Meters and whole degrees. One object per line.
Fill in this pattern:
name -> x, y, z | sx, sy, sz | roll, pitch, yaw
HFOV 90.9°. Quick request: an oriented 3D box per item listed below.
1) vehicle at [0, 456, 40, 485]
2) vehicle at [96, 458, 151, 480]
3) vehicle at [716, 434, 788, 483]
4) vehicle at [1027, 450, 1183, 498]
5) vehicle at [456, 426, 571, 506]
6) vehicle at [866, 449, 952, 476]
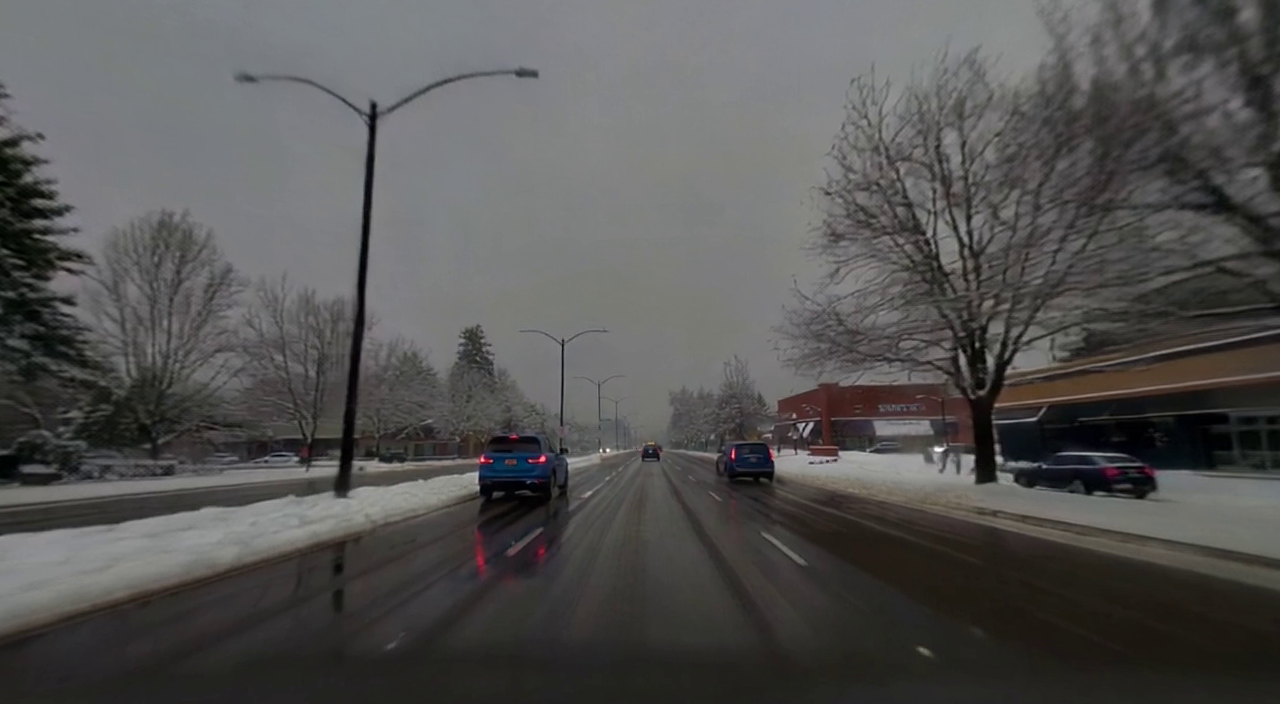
vehicle -> -38.480, 7.132, 38.032 | 4.355, 1.541, 1.919 | -5, -9, 28
vehicle -> -38.785, 8.730, 47.281 | 3.857, 1.463, 1.808 | -5, -9, 29
vehicle -> 4.425, 4.277, 25.628 | 2.083, 1.779, 4.347 | 0, -8, -1
vehicle -> 15.583, 4.050, 21.215 | 4.133, 1.475, 1.833 | 2, -8, -12
vehicle -> -3.136, 2.925, 16.696 | 2.047, 1.810, 4.414 | 0, -8, 1
vehicle -> 16.888, 6.934, 39.692 | 4.479, 1.445, 1.946 | -1, -8, -2
